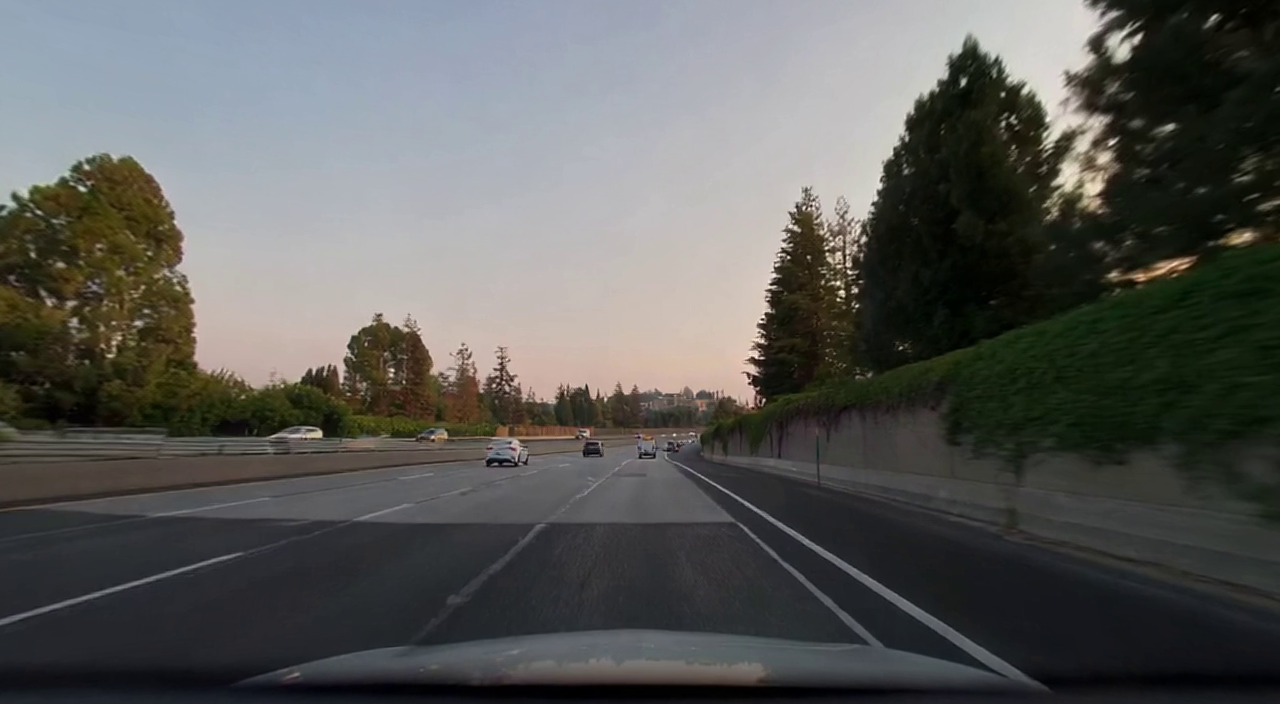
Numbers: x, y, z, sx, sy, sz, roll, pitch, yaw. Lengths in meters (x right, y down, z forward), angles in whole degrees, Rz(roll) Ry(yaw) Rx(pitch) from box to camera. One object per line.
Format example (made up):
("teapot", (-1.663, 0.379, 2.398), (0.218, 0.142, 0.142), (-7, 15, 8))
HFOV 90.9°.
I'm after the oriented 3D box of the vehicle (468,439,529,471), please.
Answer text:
("vehicle", (-6.997, 5.149, 31.694), (1.966, 1.488, 4.243), (0, -8, 2))
